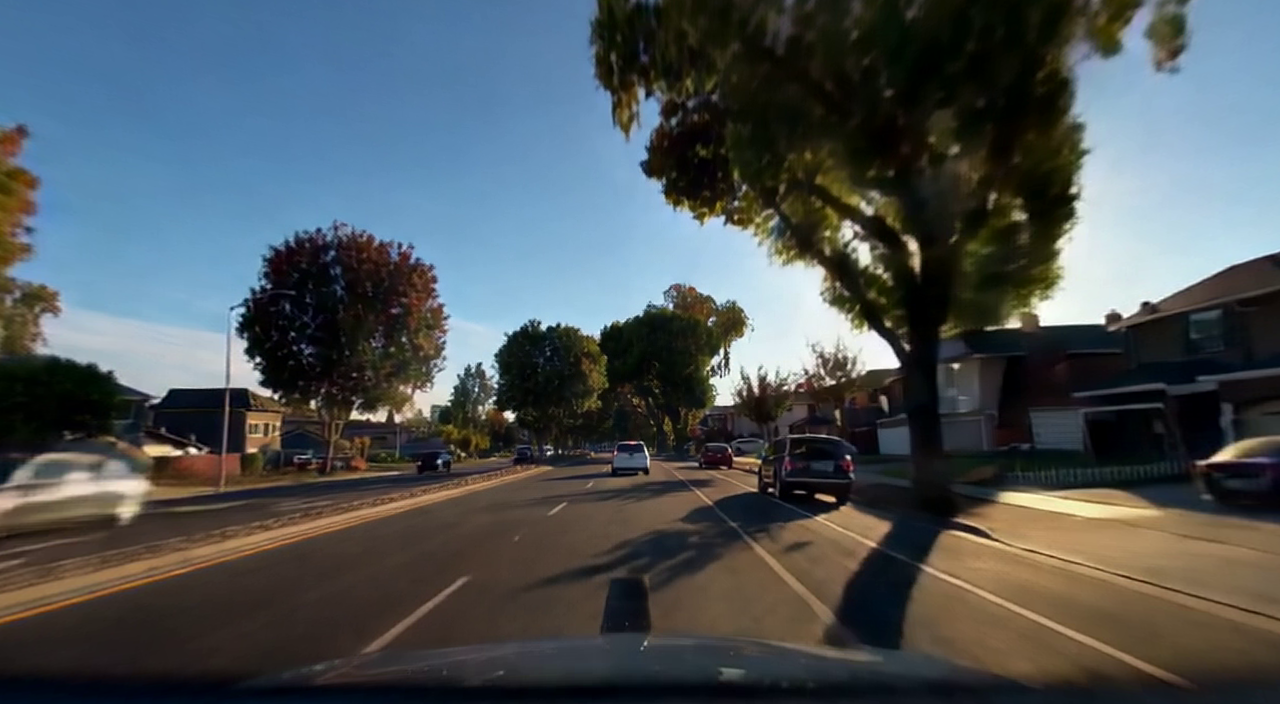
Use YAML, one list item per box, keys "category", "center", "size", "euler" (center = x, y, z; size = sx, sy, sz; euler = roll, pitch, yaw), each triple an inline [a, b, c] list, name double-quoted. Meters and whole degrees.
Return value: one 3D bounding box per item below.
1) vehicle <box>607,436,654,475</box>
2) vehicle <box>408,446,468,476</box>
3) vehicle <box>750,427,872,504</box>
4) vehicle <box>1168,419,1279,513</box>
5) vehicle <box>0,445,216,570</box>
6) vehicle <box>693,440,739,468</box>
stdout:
- category: "vehicle"
  center: [-0.417, 4.766, 29.310]
  size: [2.024, 1.655, 4.301]
  euler: [0, -8, 0]
- category: "vehicle"
  center: [-11.456, 6.176, 36.078]
  size: [1.914, 1.476, 4.702]
  euler: [-3, -8, 0]
- category: "vehicle"
  center: [4.144, 2.818, 16.049]
  size: [1.992, 1.695, 4.101]
  euler: [0, -8, 1]
- category: "vehicle"
  center: [12.206, 1.947, 10.976]
  size: [4.297, 1.478, 1.866]
  euler: [0, -8, 0]
- category: "vehicle"
  center: [-8.778, 2.127, 9.285]
  size: [2.063, 1.493, 4.447]
  euler: [0, -8, -2]
- category: "vehicle"
  center: [4.406, 5.994, 37.158]
  size: [2.020, 1.518, 4.255]
  euler: [0, -8, -2]
